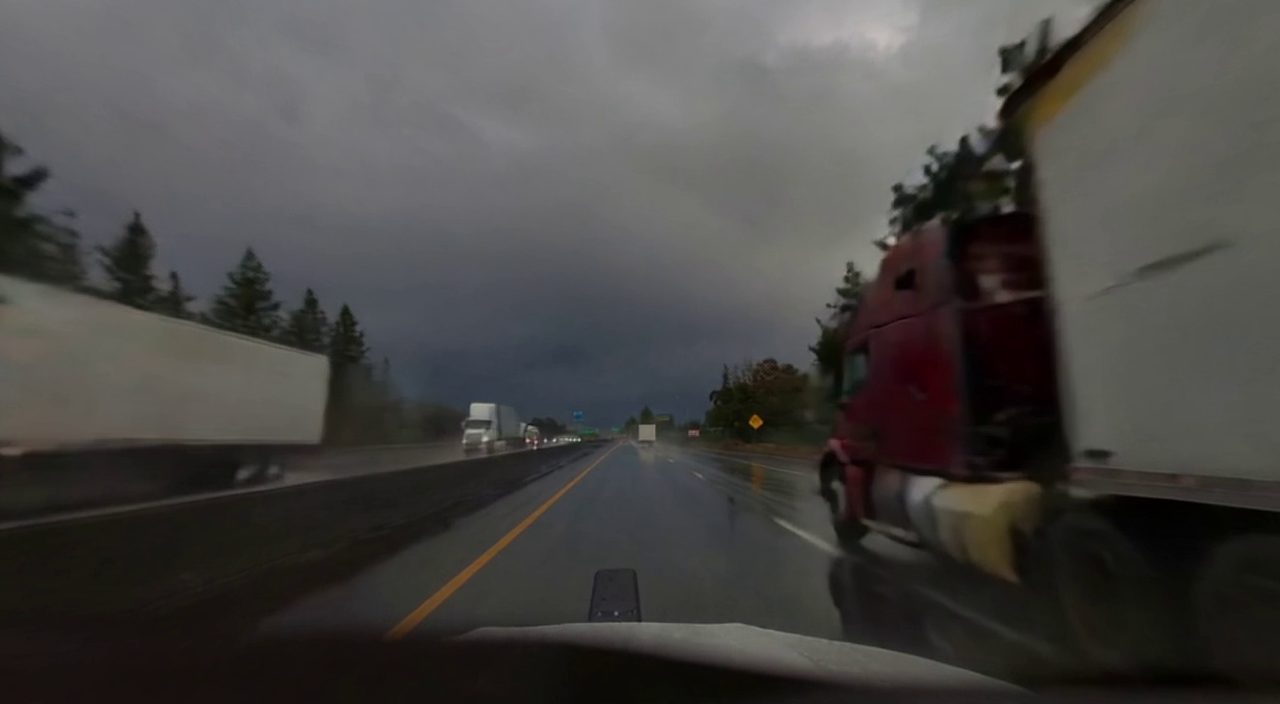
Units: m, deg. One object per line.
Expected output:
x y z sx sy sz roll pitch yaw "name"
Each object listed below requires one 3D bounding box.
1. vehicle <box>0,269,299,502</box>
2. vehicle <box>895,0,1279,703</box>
-12.532 1.187 15.538 2.933 4.039 9.567 0 -8 -1 "vehicle"
4.064 -0.619 0.631 2.911 3.994 10.840 0 -8 -1 "vehicle"
